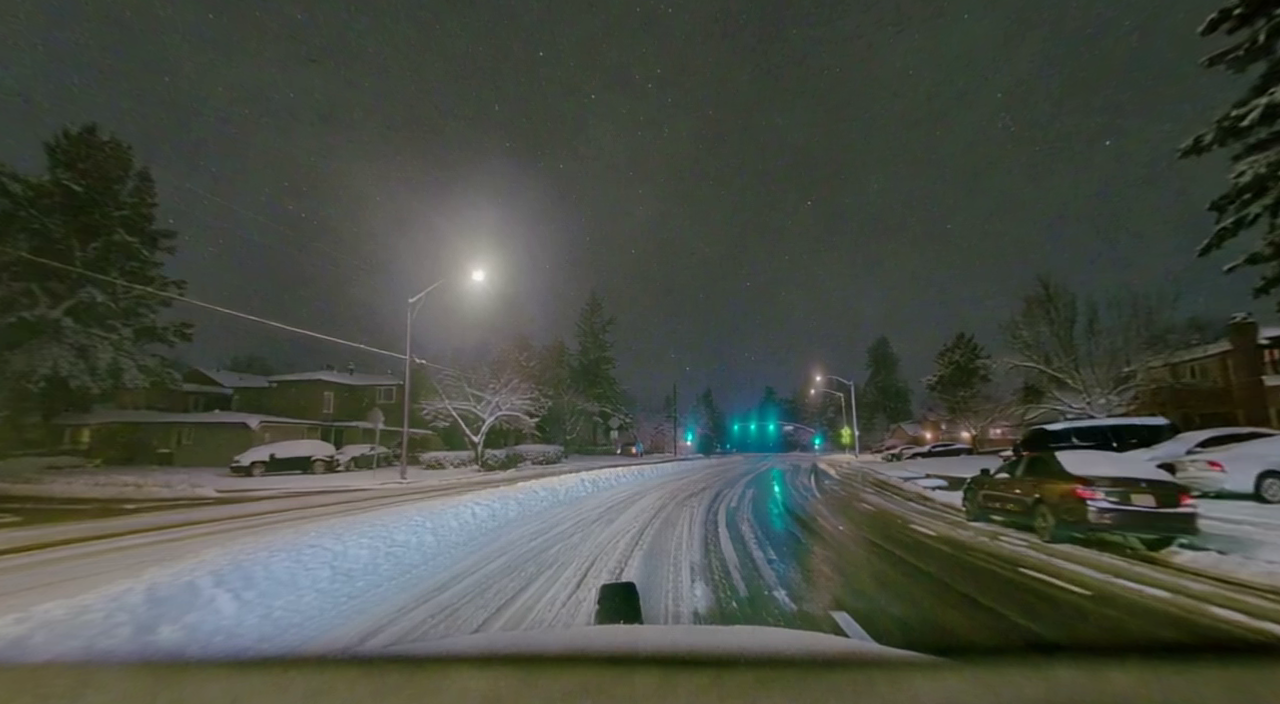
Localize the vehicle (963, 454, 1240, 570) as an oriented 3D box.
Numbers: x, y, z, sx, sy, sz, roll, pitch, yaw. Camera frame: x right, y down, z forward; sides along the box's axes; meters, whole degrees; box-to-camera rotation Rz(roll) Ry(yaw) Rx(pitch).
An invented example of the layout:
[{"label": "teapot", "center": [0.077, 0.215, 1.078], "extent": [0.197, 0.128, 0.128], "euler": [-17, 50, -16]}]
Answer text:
[{"label": "vehicle", "center": [7.985, 2.726, 11.670], "extent": [1.999, 1.518, 4.609], "euler": [3, -9, 5]}]

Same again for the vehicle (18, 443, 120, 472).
[{"label": "vehicle", "center": [-31.354, 5.781, 34.806], "extent": [1.650, 1.513, 3.717], "euler": [-3, -9, 16]}]

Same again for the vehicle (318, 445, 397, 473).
[{"label": "vehicle", "center": [-16.020, 6.085, 36.052], "extent": [1.786, 1.500, 4.021], "euler": [-3, -10, 18]}]

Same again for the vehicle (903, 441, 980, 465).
[{"label": "vehicle", "center": [23.512, 7.913, 49.428], "extent": [4.854, 1.803, 2.179], "euler": [-2, -9, 9]}]

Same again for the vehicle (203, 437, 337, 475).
[{"label": "vehicle", "center": [-17.933, 5.109, 30.826], "extent": [2.076, 1.703, 5.095], "euler": [-9, -14, 44]}]
